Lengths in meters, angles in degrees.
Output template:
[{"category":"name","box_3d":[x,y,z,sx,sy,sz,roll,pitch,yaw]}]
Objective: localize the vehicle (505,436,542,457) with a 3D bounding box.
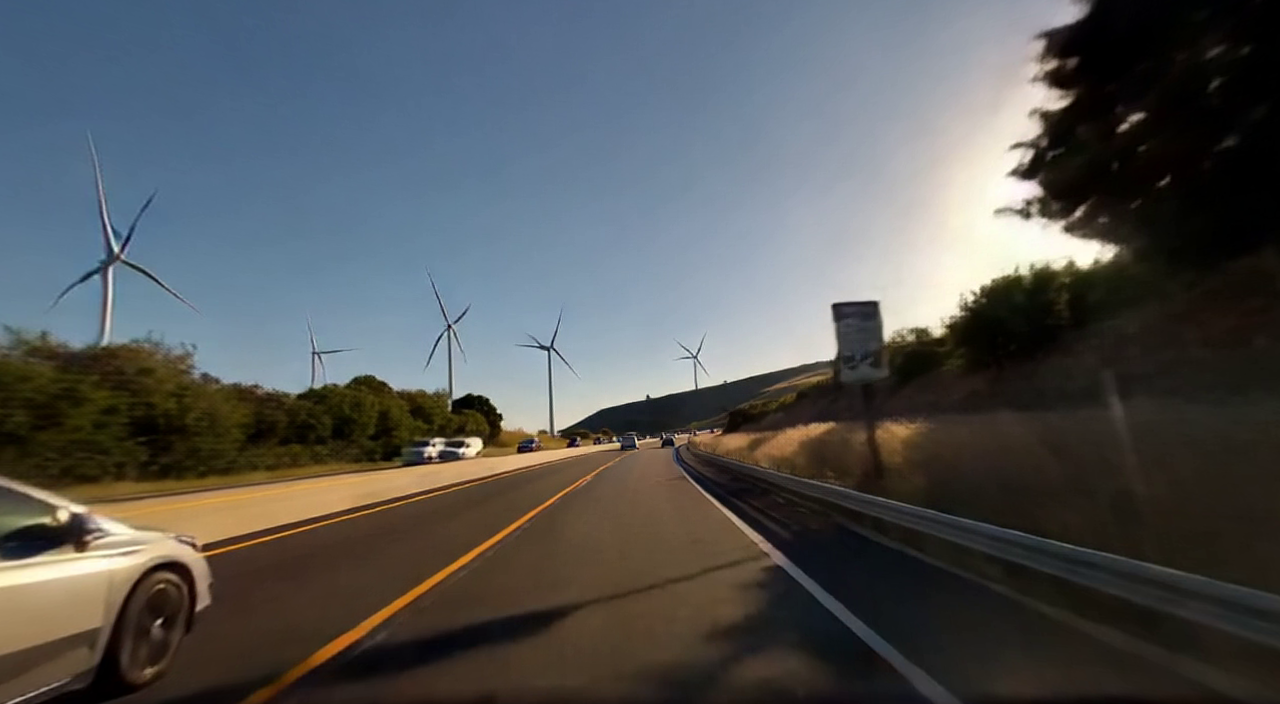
[{"category":"vehicle","box_3d":[-8.615,7.034,46.998,1.823,1.509,4.008,0,-8,3]}]

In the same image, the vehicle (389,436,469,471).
[{"category":"vehicle","box_3d":[-9.592,4.638,29.094,1.917,1.475,4.700,0,-8,3]}]

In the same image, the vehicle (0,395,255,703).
[{"category":"vehicle","box_3d":[-2.902,0.721,0.929,1.918,1.443,4.422,0,-8,-1]}]
